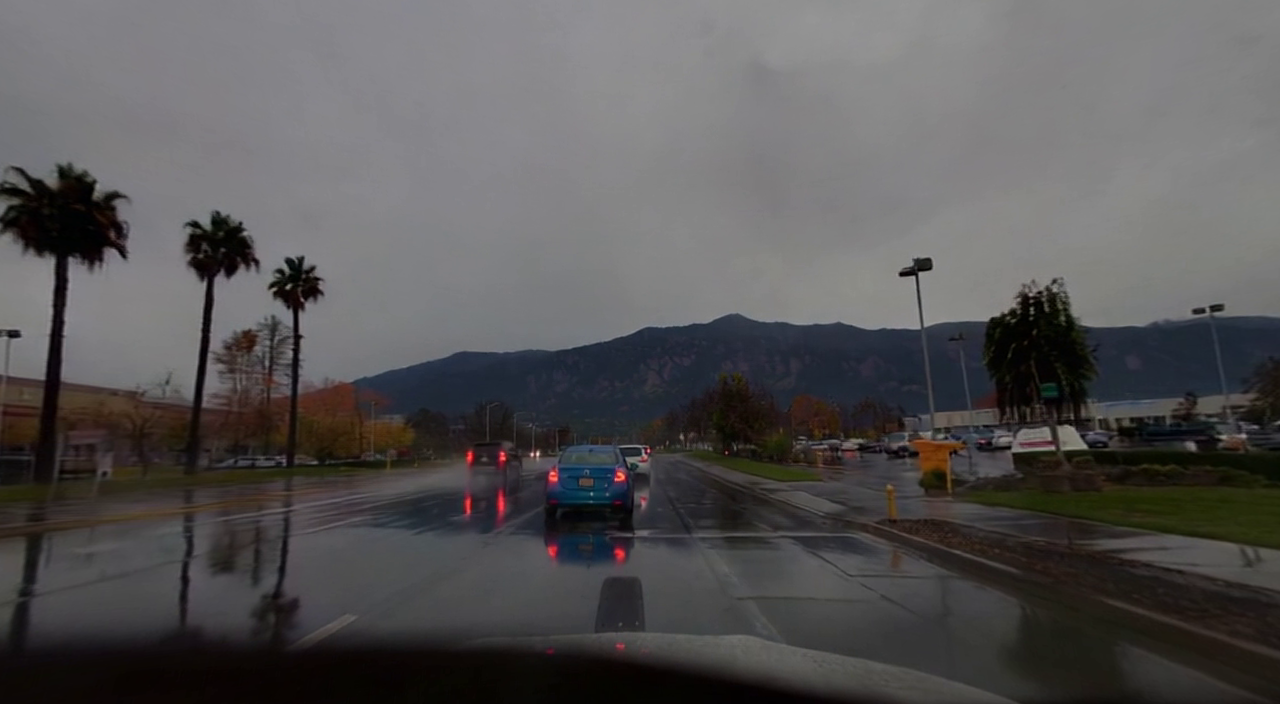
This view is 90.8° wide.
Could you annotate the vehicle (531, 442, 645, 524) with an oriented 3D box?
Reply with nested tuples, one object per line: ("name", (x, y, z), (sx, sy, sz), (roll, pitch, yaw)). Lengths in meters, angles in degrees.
("vehicle", (-1.015, 2.692, 13.565), (2.067, 1.459, 3.886), (0, -8, -2))

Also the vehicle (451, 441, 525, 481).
("vehicle", (-7.743, 5.596, 32.765), (2.400, 1.900, 5.325), (0, -8, 1))

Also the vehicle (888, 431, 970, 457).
("vehicle", (19.049, 6.085, 41.774), (1.925, 1.652, 4.490), (6, -10, -35))

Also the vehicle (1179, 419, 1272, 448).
("vehicle", (38.297, 5.359, 41.389), (4.321, 1.578, 1.958), (-3, -8, -7))

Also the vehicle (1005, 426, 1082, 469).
("vehicle", (15.874, 3.728, 24.741), (1.961, 1.526, 4.640), (-7, -11, 37))
